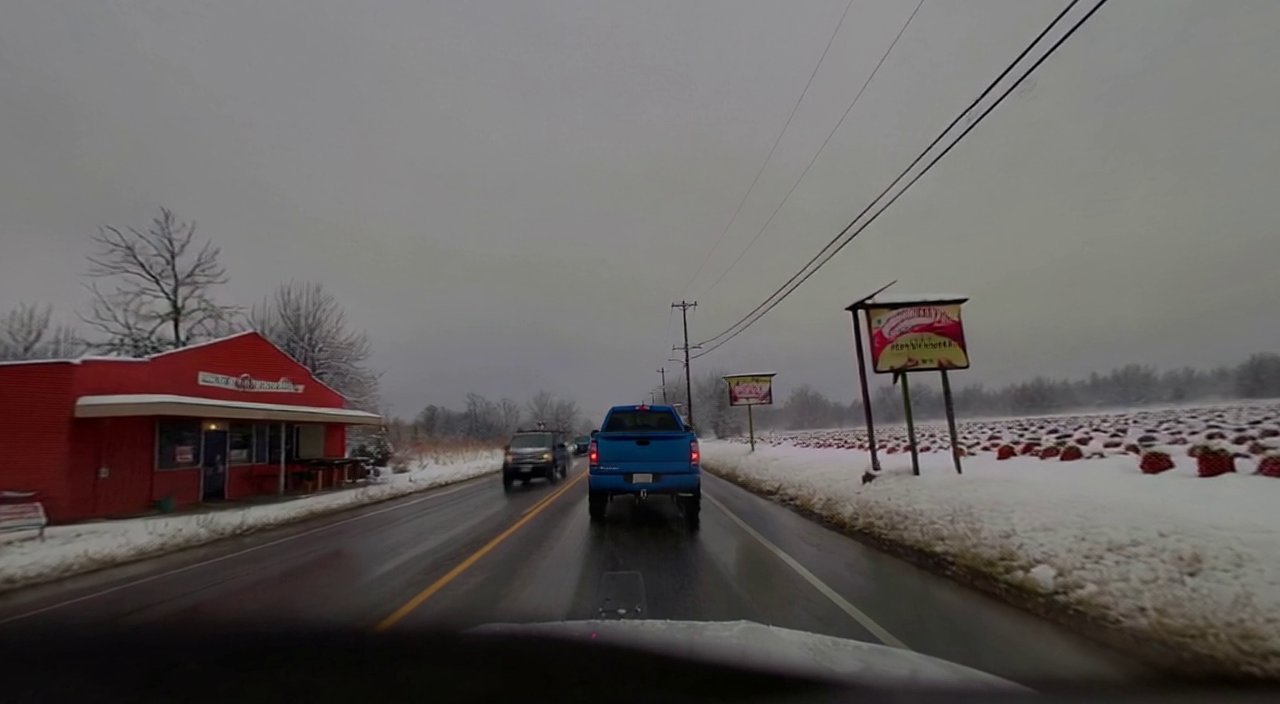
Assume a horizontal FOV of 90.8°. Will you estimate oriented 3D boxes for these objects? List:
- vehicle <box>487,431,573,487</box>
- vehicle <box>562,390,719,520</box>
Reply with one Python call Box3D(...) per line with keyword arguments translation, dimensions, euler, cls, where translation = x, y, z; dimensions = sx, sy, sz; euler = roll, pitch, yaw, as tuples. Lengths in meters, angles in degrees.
Box3D(translation=(-3.932, 3.923, 23.452), dimensions=(2.341, 1.726, 4.579), euler=(-3, -8, 0), cls="vehicle")
Box3D(translation=(-0.064, 2.206, 13.883), dimensions=(2.693, 2.223, 5.885), euler=(0, -8, -2), cls="vehicle")
